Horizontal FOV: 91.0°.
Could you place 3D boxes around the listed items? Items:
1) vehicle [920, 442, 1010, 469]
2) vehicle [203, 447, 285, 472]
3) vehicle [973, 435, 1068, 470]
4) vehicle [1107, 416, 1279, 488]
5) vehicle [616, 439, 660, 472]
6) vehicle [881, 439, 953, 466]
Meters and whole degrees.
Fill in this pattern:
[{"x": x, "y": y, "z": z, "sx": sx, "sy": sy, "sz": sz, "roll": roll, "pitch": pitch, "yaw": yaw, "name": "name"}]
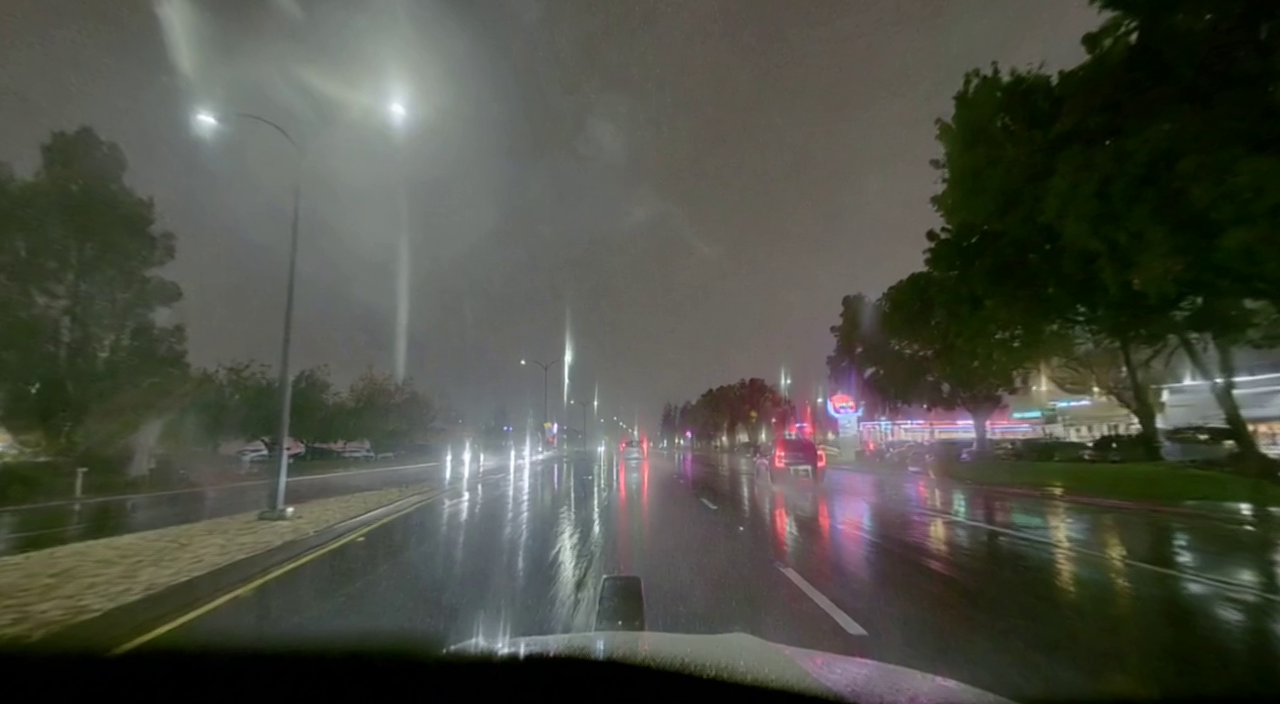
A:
[{"x": 16.408, "y": 5.240, "z": 32.113, "sx": 1.860, "sy": 1.276, "sz": 4.671, "roll": 0, "pitch": -9, "yaw": -4, "name": "vehicle"}, {"x": -27.240, "y": 7.405, "z": 43.364, "sx": 4.355, "sy": 1.504, "sz": 1.874, "roll": -2, "pitch": -9, "yaw": 1, "name": "vehicle"}, {"x": 19.132, "y": 5.065, "z": 31.916, "sx": 1.900, "sy": 1.639, "sz": 4.397, "roll": 0, "pitch": -9, "yaw": -2, "name": "vehicle"}, {"x": 18.247, "y": 3.138, "z": 19.883, "sx": 2.201, "sy": 1.947, "sz": 5.501, "roll": 1, "pitch": -9, "yaw": -9, "name": "vehicle"}, {"x": -0.138, "y": 4.994, "z": 30.587, "sx": 1.998, "sy": 1.452, "sz": 3.773, "roll": 0, "pitch": -9, "yaw": -1, "name": "vehicle"}, {"x": 16.170, "y": 5.876, "z": 37.049, "sx": 1.949, "sy": 1.458, "sz": 4.865, "roll": 0, "pitch": -8, "yaw": 0, "name": "vehicle"}]
